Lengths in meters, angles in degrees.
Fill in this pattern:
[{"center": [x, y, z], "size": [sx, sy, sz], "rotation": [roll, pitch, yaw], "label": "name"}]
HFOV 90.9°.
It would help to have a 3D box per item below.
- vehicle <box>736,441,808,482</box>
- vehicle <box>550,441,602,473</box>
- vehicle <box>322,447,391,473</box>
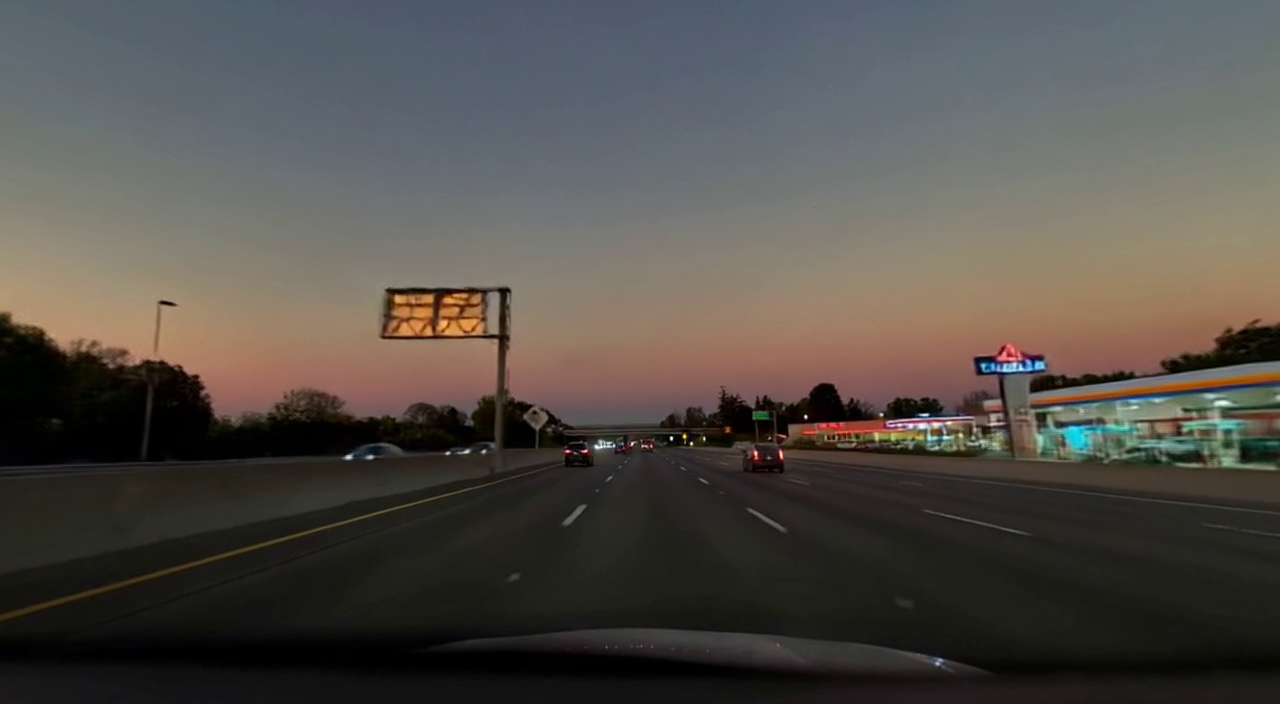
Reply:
[{"center": [5.161, 4.318, 25.305], "size": [1.909, 1.467, 4.940], "rotation": [0, -8, 1], "label": "vehicle"}, {"center": [-3.167, 5.290, 32.074], "size": [2.114, 1.510, 4.186], "rotation": [0, -8, 1], "label": "vehicle"}, {"center": [-17.288, 6.575, 38.713], "size": [2.005, 1.493, 4.780], "rotation": [0, -8, 0], "label": "vehicle"}]
